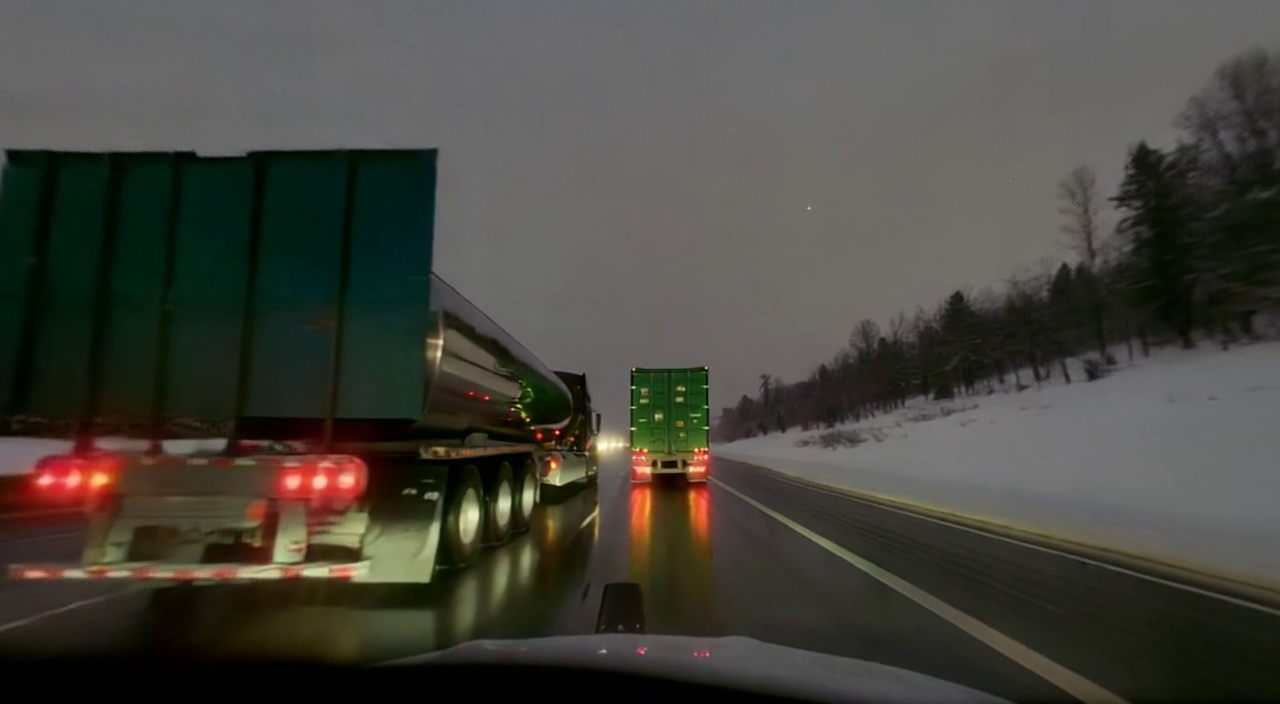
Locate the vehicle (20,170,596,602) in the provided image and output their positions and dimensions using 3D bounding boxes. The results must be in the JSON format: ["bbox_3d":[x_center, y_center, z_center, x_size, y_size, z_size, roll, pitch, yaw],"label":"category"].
[{"bbox_3d":[-3.292,1.494,13.805,3.267,3.655,17.154,0,-9,0],"label":"vehicle"}]

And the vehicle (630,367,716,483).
[{"bbox_3d":[1.249,3.367,27.527,2.942,4.003,11.297,0,-9,1],"label":"vehicle"}]
